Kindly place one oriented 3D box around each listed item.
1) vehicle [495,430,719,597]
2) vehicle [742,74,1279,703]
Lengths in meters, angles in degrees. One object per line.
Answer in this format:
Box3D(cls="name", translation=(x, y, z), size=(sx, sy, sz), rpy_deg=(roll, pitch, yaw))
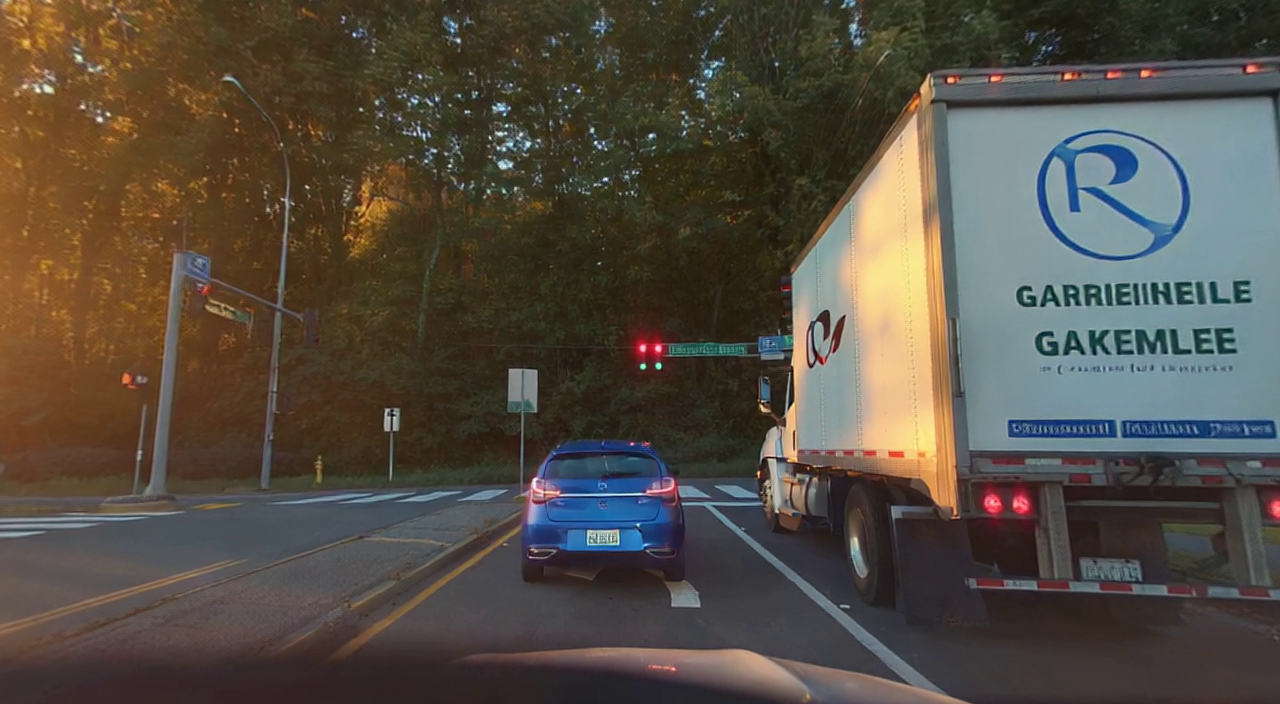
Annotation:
Box3D(cls="vehicle", translation=(-0.327, 1.711, 7.426), size=(1.975, 1.457, 3.526), rpy_deg=(0, -9, -1))
Box3D(cls="vehicle", translation=(3.522, 0.845, 8.545), size=(2.884, 3.753, 9.763), rpy_deg=(0, -9, 1))
